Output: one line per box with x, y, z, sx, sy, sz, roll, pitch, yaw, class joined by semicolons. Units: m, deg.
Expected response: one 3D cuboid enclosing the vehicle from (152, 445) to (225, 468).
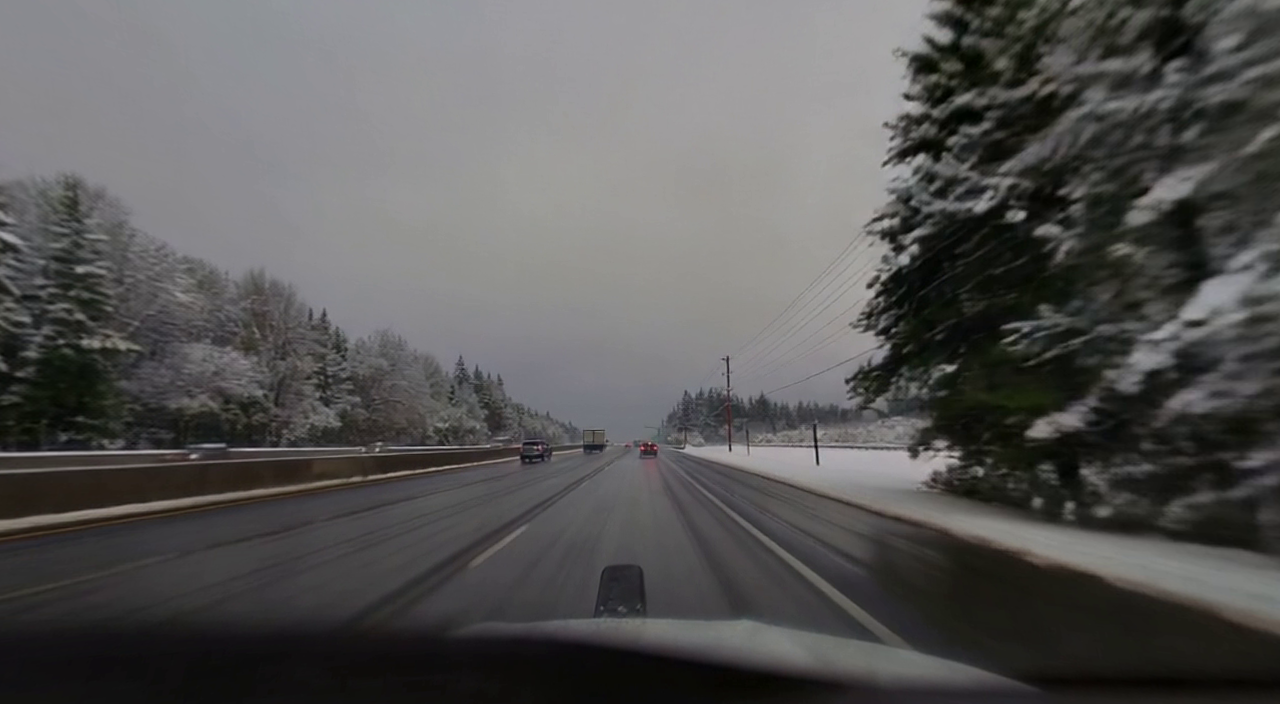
-34.633;8.002;48.350;2.022;1.650;4.937;0;-8;-1;vehicle

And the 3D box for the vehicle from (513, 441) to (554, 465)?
-7.059;6.700;41.940;1.936;1.497;4.251;0;-8;1;vehicle

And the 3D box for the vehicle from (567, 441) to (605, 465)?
-3.481;6.592;41.201;2.046;1.478;4.111;0;-8;1;vehicle

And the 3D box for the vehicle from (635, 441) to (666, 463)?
0.727;7.035;44.221;2.057;1.453;3.926;0;-8;1;vehicle
